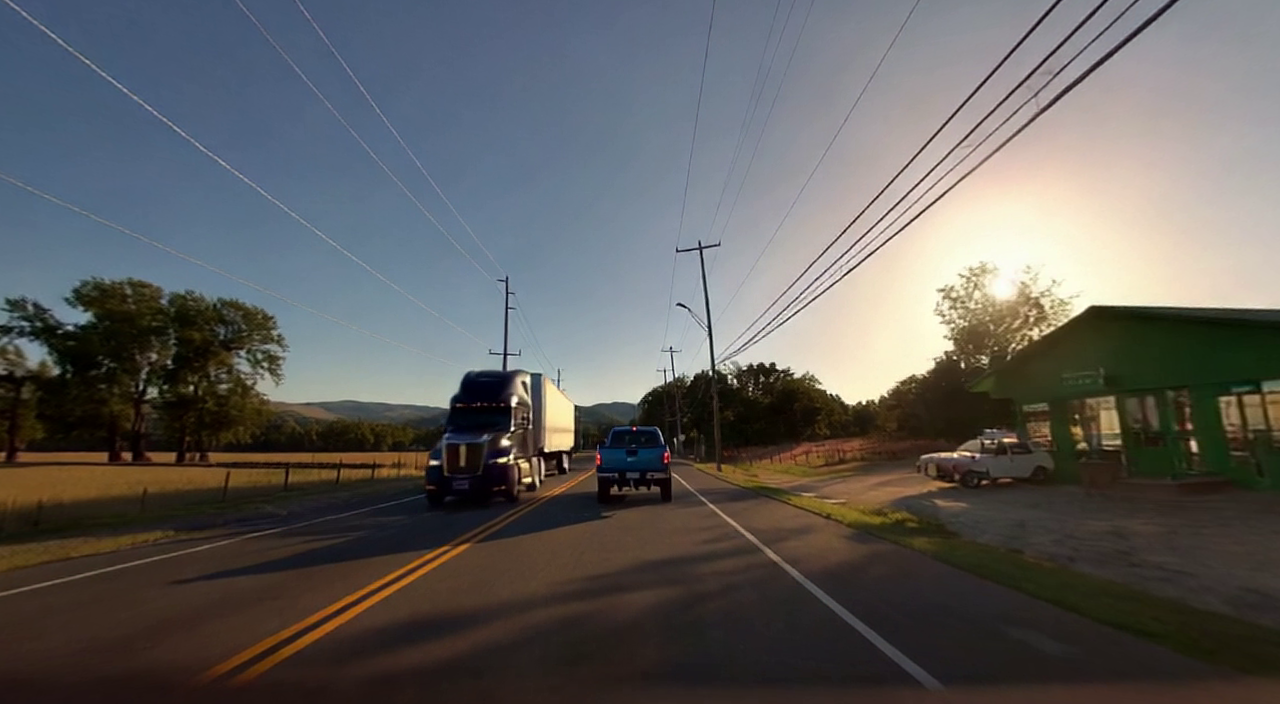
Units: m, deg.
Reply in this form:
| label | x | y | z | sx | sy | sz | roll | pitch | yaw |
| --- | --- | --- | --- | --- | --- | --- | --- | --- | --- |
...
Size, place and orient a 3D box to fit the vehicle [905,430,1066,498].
| label | x | y | z | sx | sy | sz | roll | pitch | yaw |
| --- | --- | --- | --- | --- | --- | --- | --- | --- | --- |
| vehicle | 10.632 | 3.339 | 19.296 | 5.304 | 1.754 | 2.340 | 7 | -11 | -39 |

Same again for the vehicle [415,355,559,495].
| label | x | y | z | sx | sy | sz | roll | pitch | yaw |
| --- | --- | --- | --- | --- | --- | --- | --- | --- | --- |
| vehicle | -4.844 | 2.630 | 21.998 | 3.063 | 3.986 | 7.883 | 0 | -8 | -1 |

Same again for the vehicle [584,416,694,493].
| label | x | y | z | sx | sy | sz | roll | pitch | yaw |
| --- | --- | --- | --- | --- | --- | --- | --- | --- | --- |
| vehicle | -0.076 | 3.283 | 20.553 | 2.921 | 2.031 | 7.416 | 0 | -8 | -1 |
